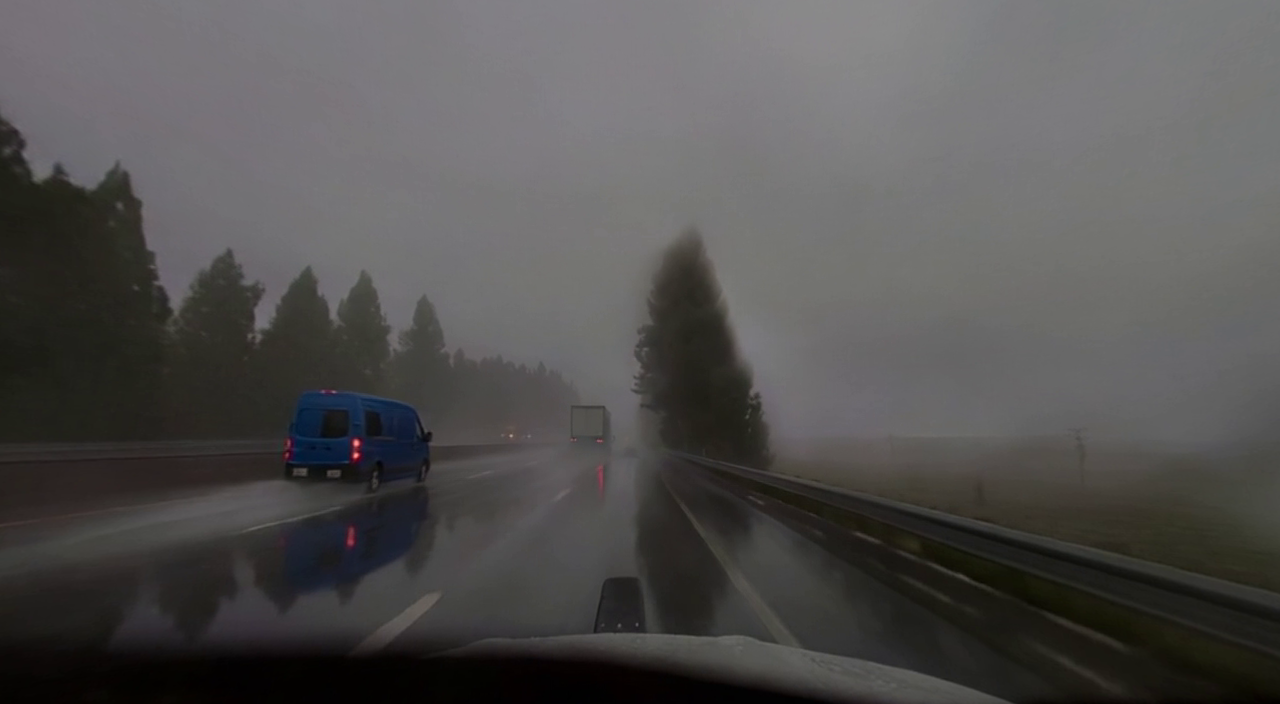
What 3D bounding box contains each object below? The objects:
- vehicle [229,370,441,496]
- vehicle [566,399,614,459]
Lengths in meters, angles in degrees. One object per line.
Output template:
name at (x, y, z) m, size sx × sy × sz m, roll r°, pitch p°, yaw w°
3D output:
vehicle at (-7.864, 2.253, 17.490) m, size 2.396 × 2.763 × 6.935 m, roll 0°, pitch -8°, yaw 0°
vehicle at (-3.701, 6.019, 48.840) m, size 3.173 × 4.185 × 8.360 m, roll 0°, pitch -8°, yaw -1°
